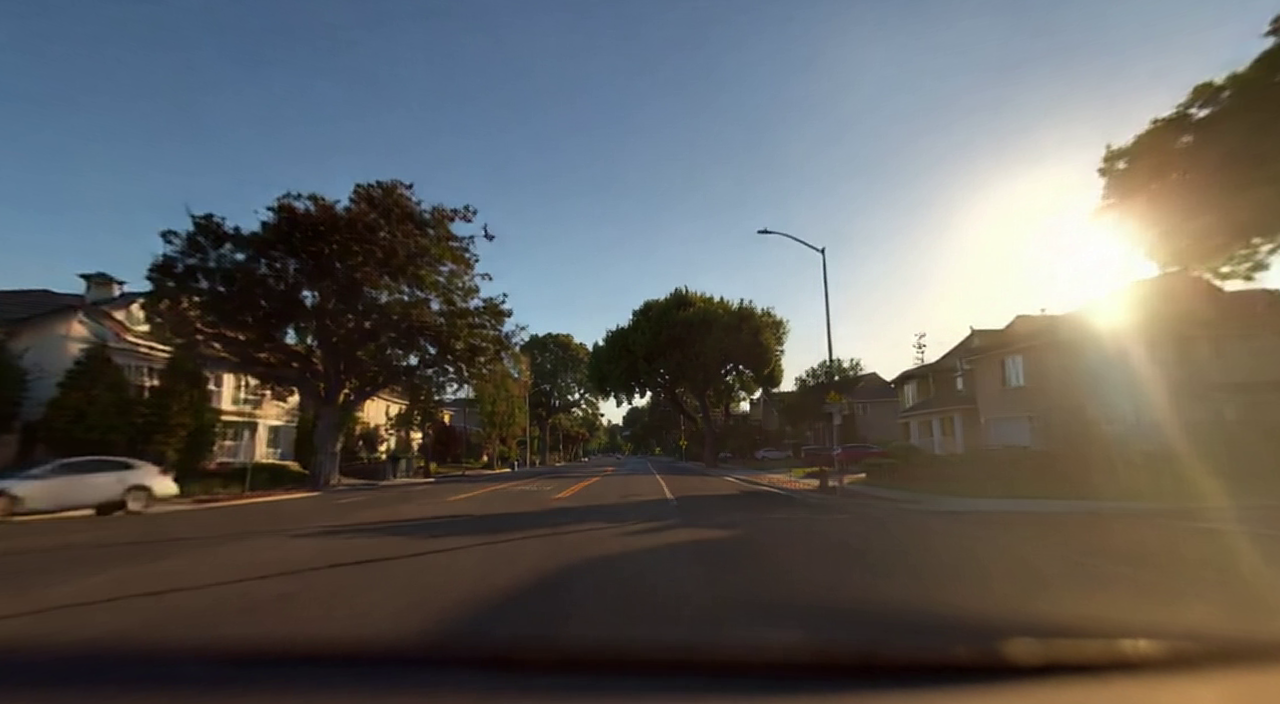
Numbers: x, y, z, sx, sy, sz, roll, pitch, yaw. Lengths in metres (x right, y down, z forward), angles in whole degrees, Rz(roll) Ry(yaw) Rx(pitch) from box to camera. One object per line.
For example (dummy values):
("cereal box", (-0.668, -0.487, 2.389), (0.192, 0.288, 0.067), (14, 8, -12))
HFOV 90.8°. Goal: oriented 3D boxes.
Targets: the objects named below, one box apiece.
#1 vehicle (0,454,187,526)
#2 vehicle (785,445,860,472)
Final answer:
("vehicle", (-14.792, 3.431, 16.118), (2.064, 1.596, 4.716), (-6, -11, 33))
("vehicle", (13.135, 7.700, 45.797), (4.912, 1.895, 2.047), (-1, -9, 7))
